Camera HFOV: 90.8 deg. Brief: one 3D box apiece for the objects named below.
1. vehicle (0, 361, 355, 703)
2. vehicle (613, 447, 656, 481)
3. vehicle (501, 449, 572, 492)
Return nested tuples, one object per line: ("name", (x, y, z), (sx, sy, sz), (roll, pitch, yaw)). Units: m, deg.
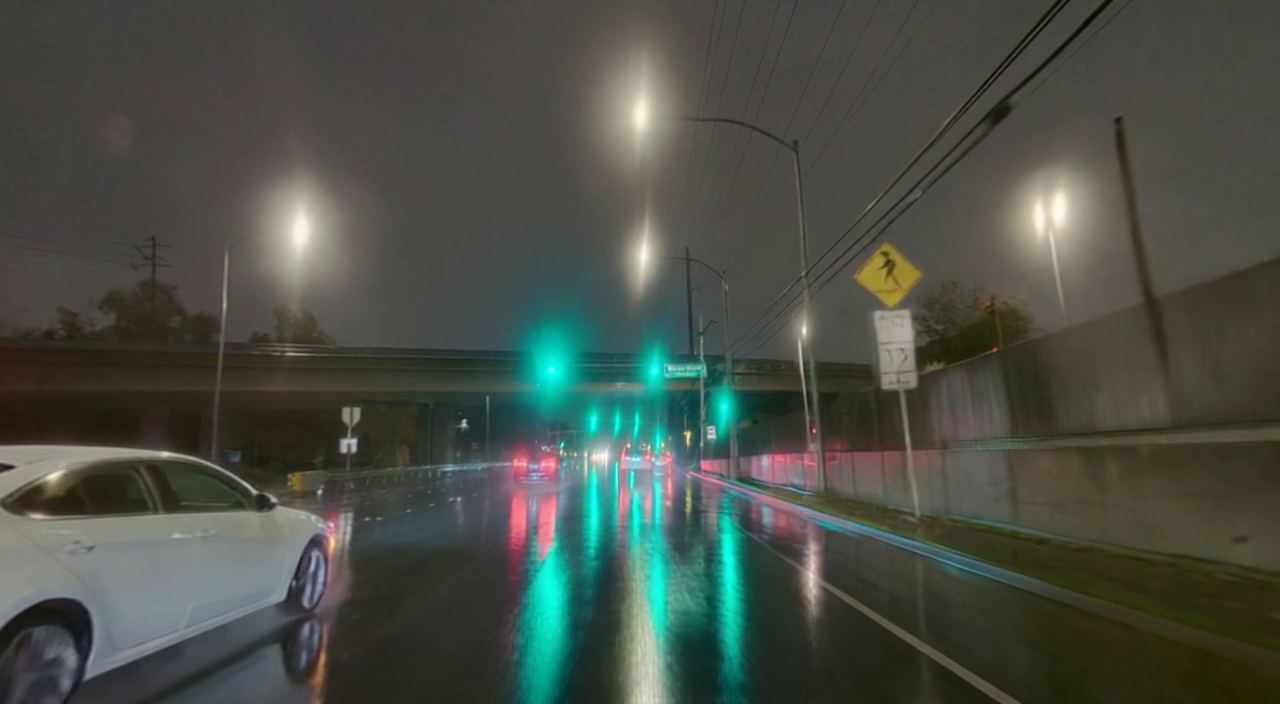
("vehicle", (-3.490, 1.006, 3.357), (1.925, 1.666, 4.271), (0, -8, 0))
("vehicle", (-0.277, 5.487, 31.248), (1.985, 1.565, 3.968), (0, -8, -1))
("vehicle", (-3.752, 4.367, 23.690), (1.946, 1.437, 4.154), (0, -8, 0))
